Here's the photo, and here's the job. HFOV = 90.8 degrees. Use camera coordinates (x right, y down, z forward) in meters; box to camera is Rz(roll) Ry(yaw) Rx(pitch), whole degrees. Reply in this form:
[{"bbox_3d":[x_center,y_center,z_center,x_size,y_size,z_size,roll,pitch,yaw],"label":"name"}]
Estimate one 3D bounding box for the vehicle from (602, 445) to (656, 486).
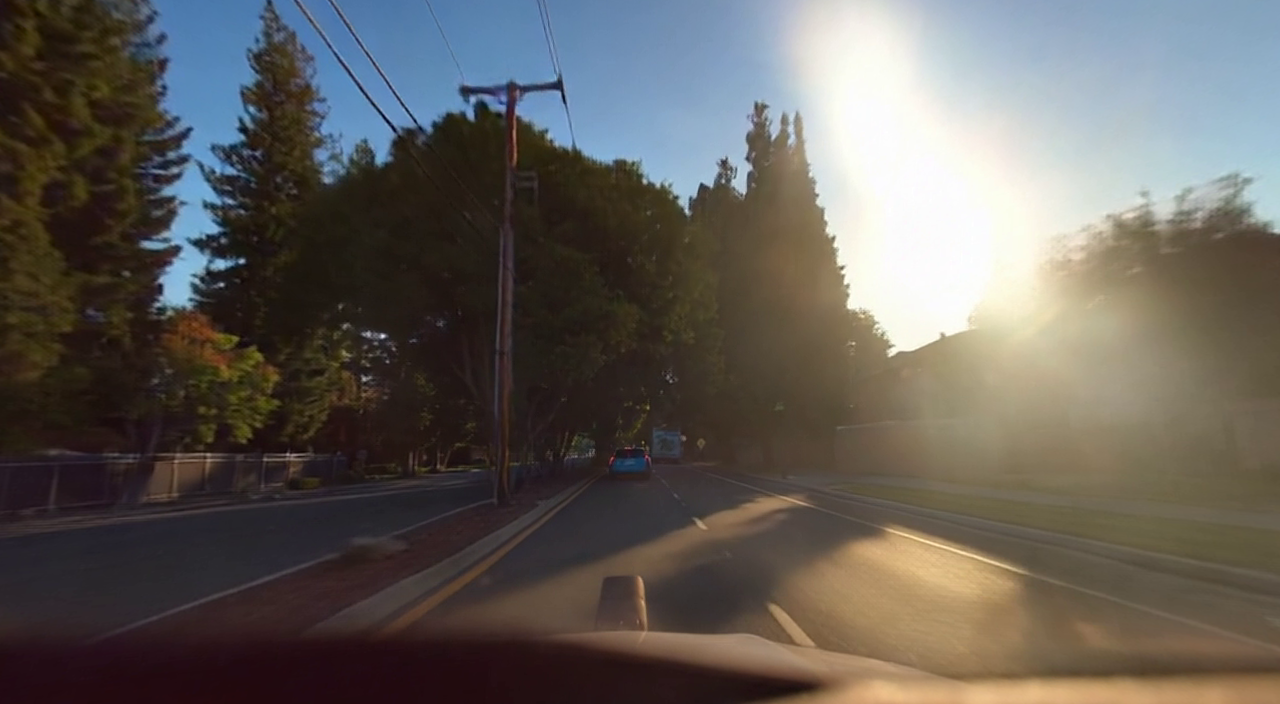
[{"bbox_3d":[-0.411,4.592,25.833,2.018,1.511,3.993,0,-9,0],"label":"vehicle"}]
